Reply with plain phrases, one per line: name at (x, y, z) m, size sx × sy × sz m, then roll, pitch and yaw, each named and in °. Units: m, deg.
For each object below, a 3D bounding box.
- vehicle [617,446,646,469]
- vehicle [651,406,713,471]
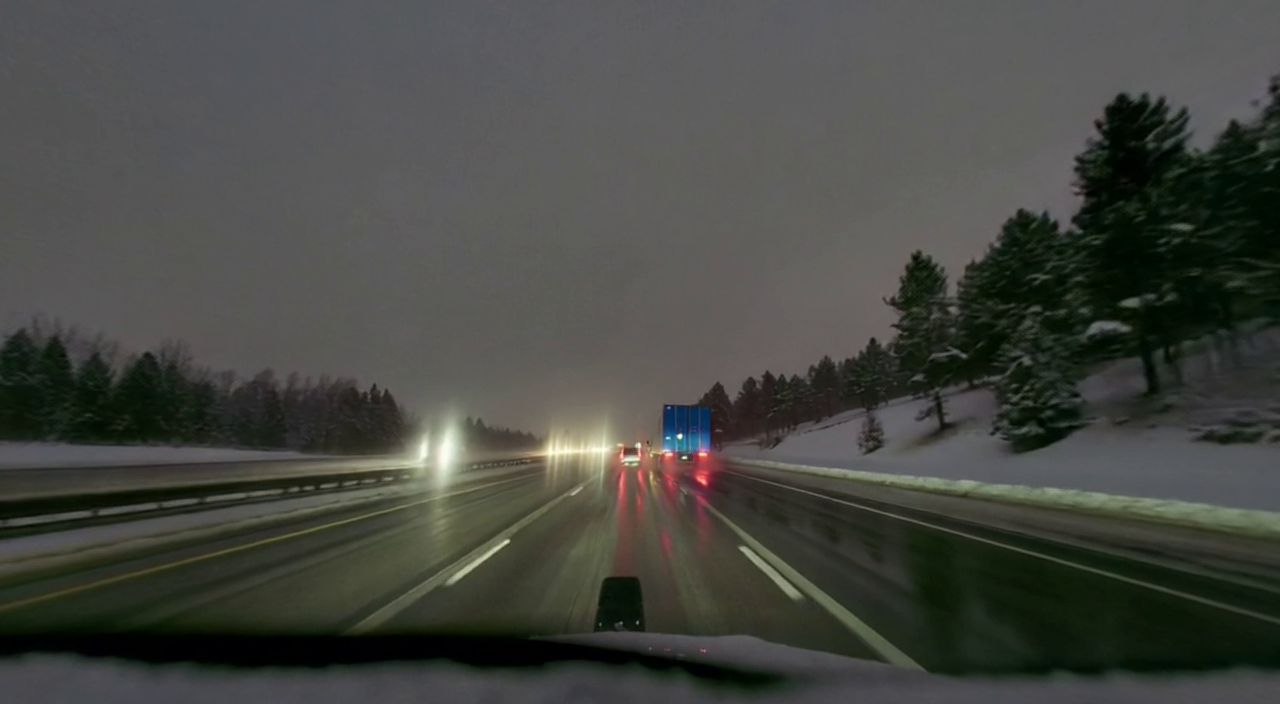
vehicle at (-0.574, 7.129, 42.714) m, size 1.898 × 1.438 × 4.053 m, roll 0°, pitch -9°, yaw -1°
vehicle at (2.853, 6.914, 49.452) m, size 3.462 × 4.177 × 16.311 m, roll 0°, pitch -9°, yaw -1°
